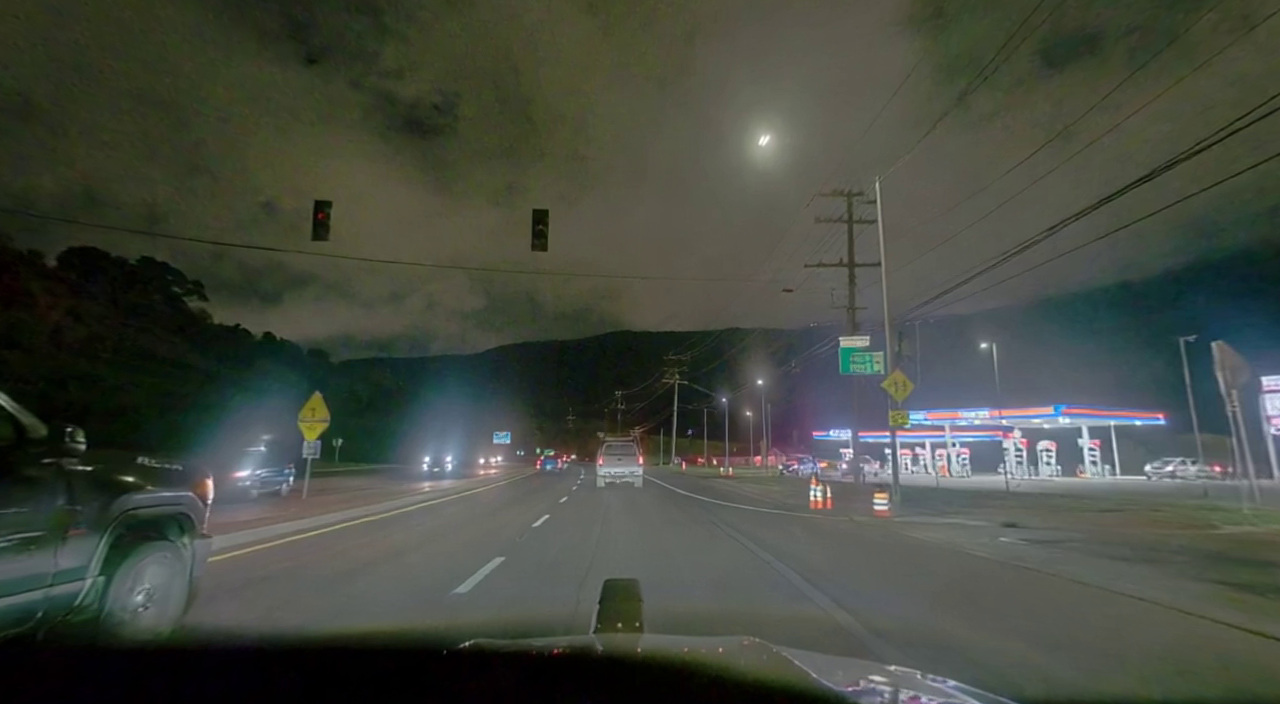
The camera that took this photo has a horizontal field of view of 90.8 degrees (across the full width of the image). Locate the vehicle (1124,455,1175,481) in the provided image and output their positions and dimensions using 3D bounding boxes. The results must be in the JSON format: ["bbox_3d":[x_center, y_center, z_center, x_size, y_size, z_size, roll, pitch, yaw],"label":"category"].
[{"bbox_3d":[34.068,7.687,42.205,3.770,1.581,1.764,7,-11,-39],"label":"vehicle"}]

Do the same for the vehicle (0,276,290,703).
[{"bbox_3d":[-3.760,0.579,1.653,2.345,2.012,5.693,0,-8,1],"label":"vehicle"}]

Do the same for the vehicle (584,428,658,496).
[{"bbox_3d":[-0.782,4.116,24.082,2.486,2.280,5.291,0,-9,-3],"label":"vehicle"}]

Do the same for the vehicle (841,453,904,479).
[{"bbox_3d":[18.239,8.871,49.404,5.424,1.844,2.255,7,-11,-41],"label":"vehicle"}]

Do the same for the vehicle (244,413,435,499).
[{"bbox_3d":[-10.565,4.116,23.517,3.491,2.435,7.610,3,-14,-2],"label":"vehicle"}]

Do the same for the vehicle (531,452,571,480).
[{"bbox_3d":[-5.196,6.726,37.460,1.972,1.496,4.150,0,-9,-3],"label":"vehicle"}]
